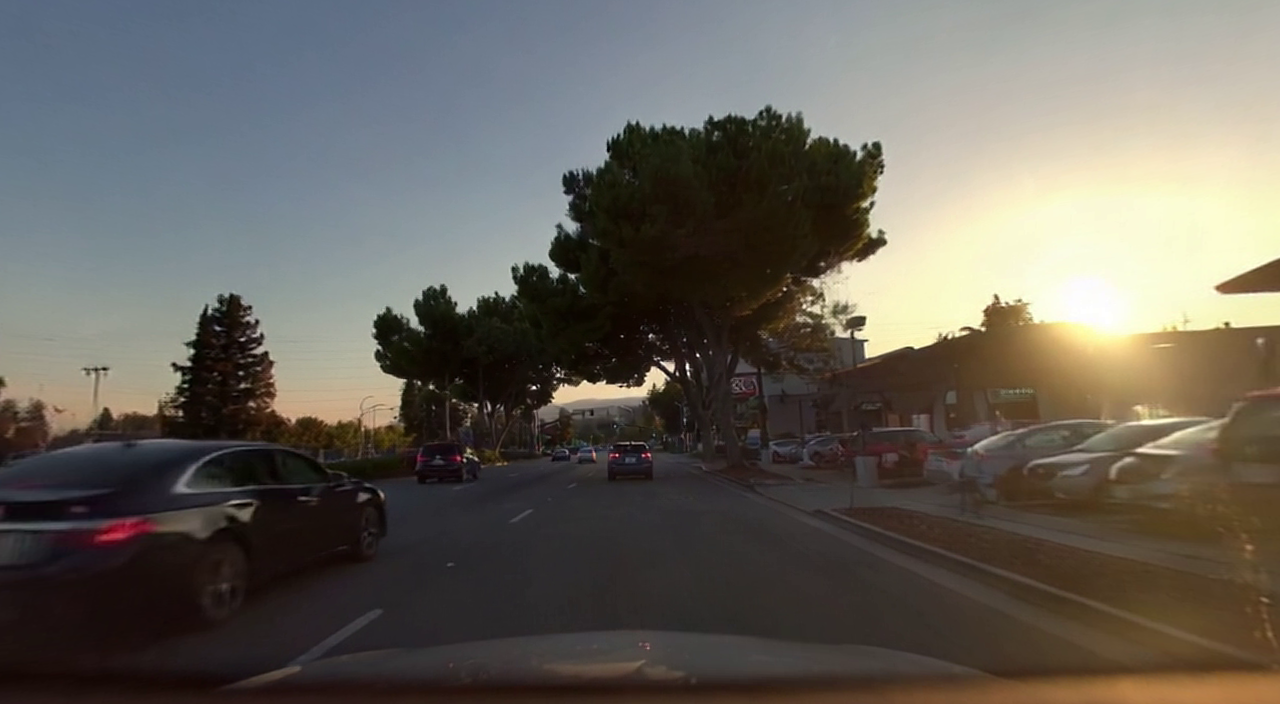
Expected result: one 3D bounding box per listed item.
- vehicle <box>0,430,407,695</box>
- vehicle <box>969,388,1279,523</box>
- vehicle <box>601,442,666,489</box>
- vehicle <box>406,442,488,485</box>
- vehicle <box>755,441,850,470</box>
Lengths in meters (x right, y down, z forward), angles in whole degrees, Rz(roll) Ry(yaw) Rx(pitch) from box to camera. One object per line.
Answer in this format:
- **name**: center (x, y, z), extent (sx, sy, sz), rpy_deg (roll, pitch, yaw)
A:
- **vehicle**: center (-4.099, 1.550, 6.001), extent (1.973, 1.456, 4.850), rpy_deg (0, -9, -1)
- **vehicle**: center (9.003, 1.640, 10.755), extent (5.501, 1.720, 2.257), rpy_deg (-4, -8, -5)
- **vehicle**: center (-0.271, 3.879, 21.915), extent (2.061, 1.469, 3.954), rpy_deg (0, -9, -2)
- **vehicle**: center (-8.065, 4.687, 26.922), extent (2.038, 1.649, 4.665), rpy_deg (0, -9, -1)
- **vehicle**: center (8.734, 5.588, 34.166), extent (4.619, 1.523, 1.873), rpy_deg (0, -9, 1)
